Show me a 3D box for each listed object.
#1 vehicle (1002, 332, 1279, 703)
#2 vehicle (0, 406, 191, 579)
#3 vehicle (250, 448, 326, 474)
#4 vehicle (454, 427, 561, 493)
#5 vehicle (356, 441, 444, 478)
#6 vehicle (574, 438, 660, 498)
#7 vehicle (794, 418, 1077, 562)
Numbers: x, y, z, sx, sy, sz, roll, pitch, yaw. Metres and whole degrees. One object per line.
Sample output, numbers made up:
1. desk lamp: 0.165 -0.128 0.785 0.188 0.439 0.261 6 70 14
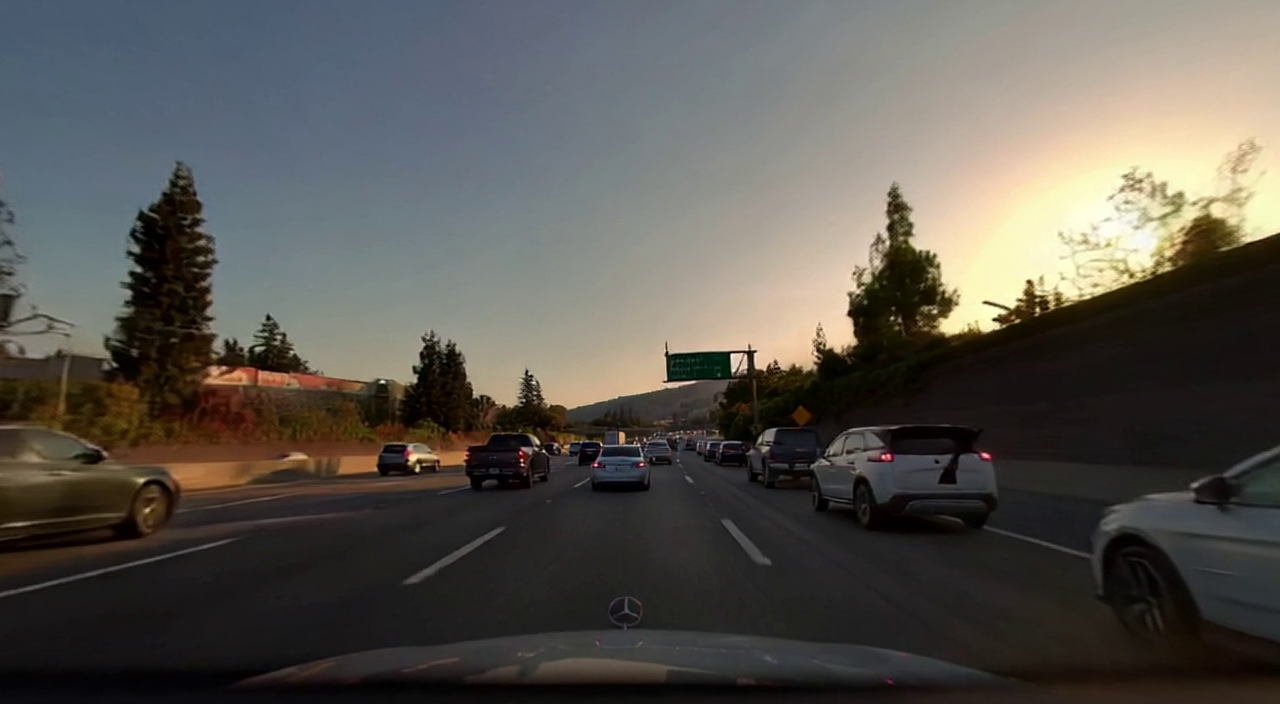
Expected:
1. vehicle: 3.836 0.775 2.564 2.003 1.778 4.658 0 -8 1
2. vehicle: -7.706 1.403 6.184 2.214 1.761 5.890 0 -8 1
3. vehicle: -22.084 6.827 39.819 1.922 1.495 4.609 -1 -8 4
4. vehicle: -4.030 3.402 20.351 2.110 1.811 5.585 0 -8 2
5. vehicle: -10.620 4.777 28.343 1.907 1.508 4.608 -1 -8 3
6. vehicle: -0.501 3.143 17.475 2.070 1.456 4.029 0 -8 2
7. vehicle: 3.829 1.861 9.281 1.984 1.567 4.475 0 -8 0
